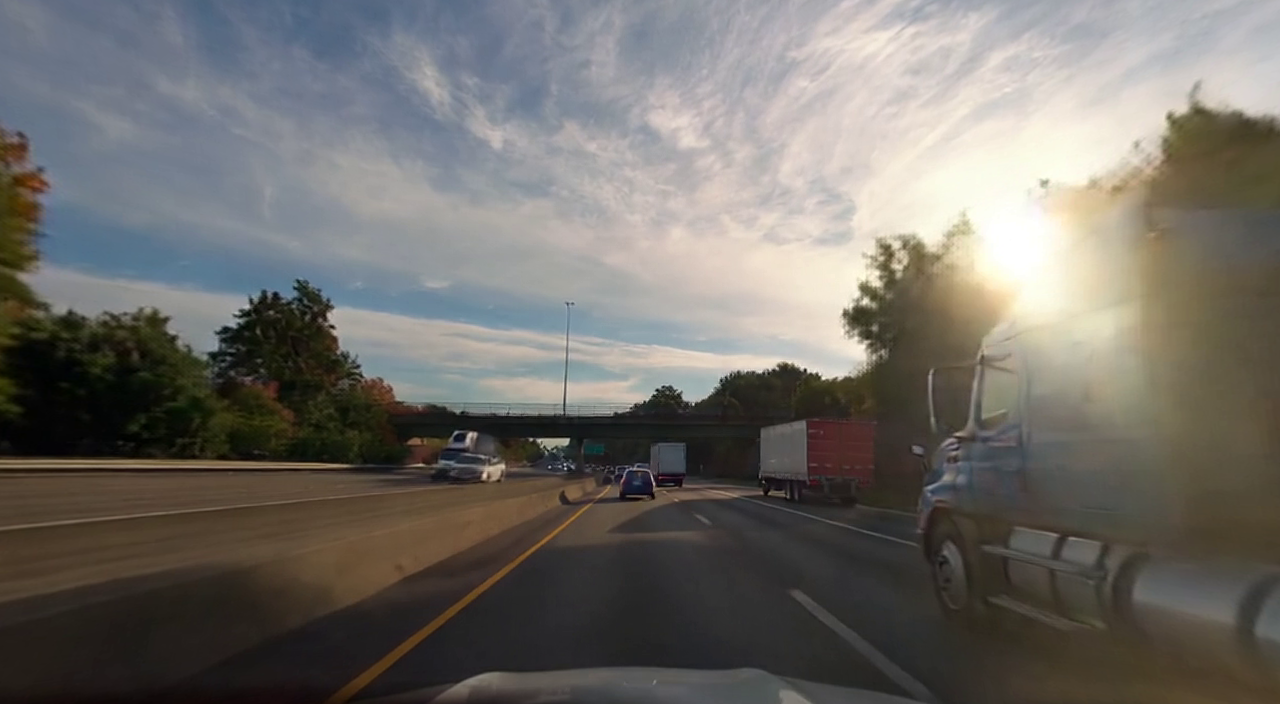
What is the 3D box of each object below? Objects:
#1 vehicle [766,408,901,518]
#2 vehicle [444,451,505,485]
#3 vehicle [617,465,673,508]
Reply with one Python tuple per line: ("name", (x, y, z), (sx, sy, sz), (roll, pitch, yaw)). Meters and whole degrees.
("vehicle", (7.393, 4.521, 25.574), (2.839, 3.684, 8.091), (1, -11, 0))
("vehicle", (-8.915, 6.358, 34.447), (1.963, 1.668, 4.888), (1, -11, 0))
("vehicle", (0.183, 5.343, 25.271), (2.067, 1.552, 3.601), (1, -11, 0))
